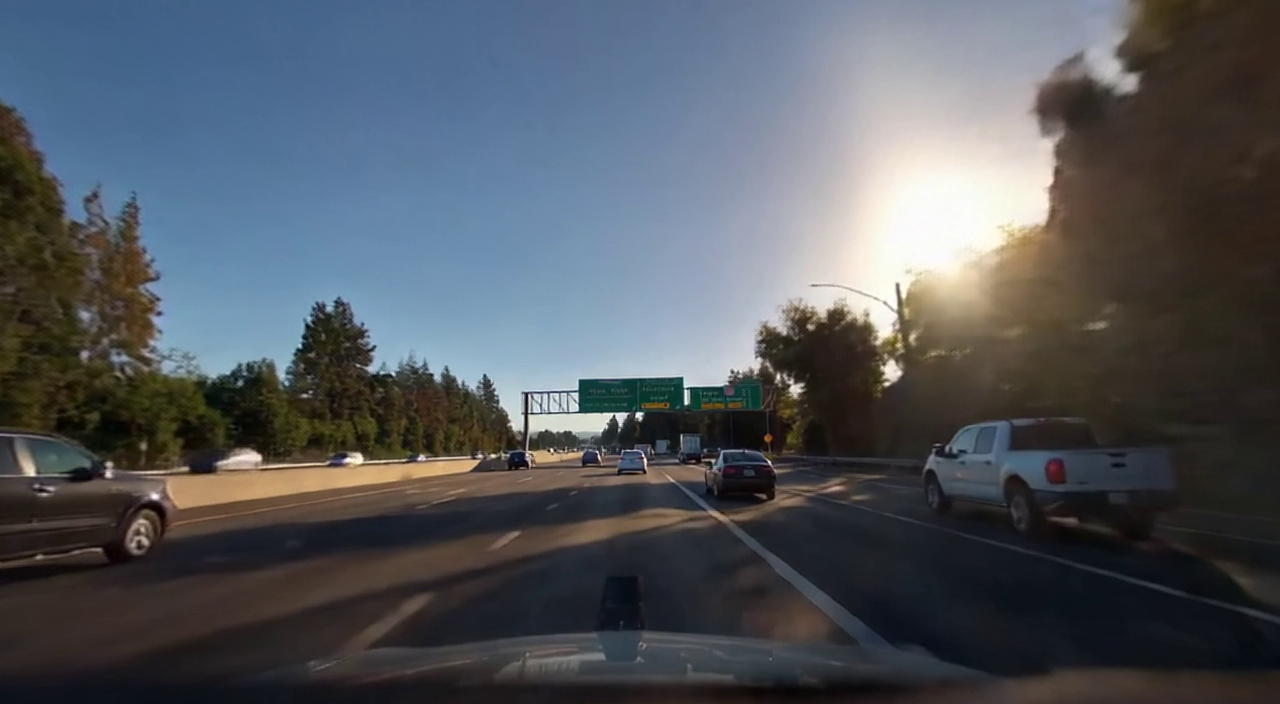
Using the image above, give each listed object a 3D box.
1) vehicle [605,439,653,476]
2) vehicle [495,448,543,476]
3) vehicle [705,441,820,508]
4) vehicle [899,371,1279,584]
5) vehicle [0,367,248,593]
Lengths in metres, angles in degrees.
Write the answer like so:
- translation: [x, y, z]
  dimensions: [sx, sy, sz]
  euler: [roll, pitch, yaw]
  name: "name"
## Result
- translation: [-0.575, 5.572, 33.489]
  dimensions: [2.323, 1.805, 4.729]
  euler: [0, -9, -1]
  name: "vehicle"
- translation: [-6.992, 6.406, 36.986]
  dimensions: [1.920, 1.482, 4.385]
  euler: [-1, -9, 0]
  name: "vehicle"
- translation: [2.994, 3.092, 16.411]
  dimensions: [2.011, 1.462, 4.286]
  euler: [0, -9, -1]
  name: "vehicle"
- translation: [6.250, 1.580, 8.776]
  dimensions: [2.635, 1.919, 5.907]
  euler: [0, -9, -2]
  name: "vehicle"
- translation: [-6.998, 1.234, 6.154]
  dimensions: [2.444, 2.012, 6.122]
  euler: [-1, -9, 0]
  name: "vehicle"
